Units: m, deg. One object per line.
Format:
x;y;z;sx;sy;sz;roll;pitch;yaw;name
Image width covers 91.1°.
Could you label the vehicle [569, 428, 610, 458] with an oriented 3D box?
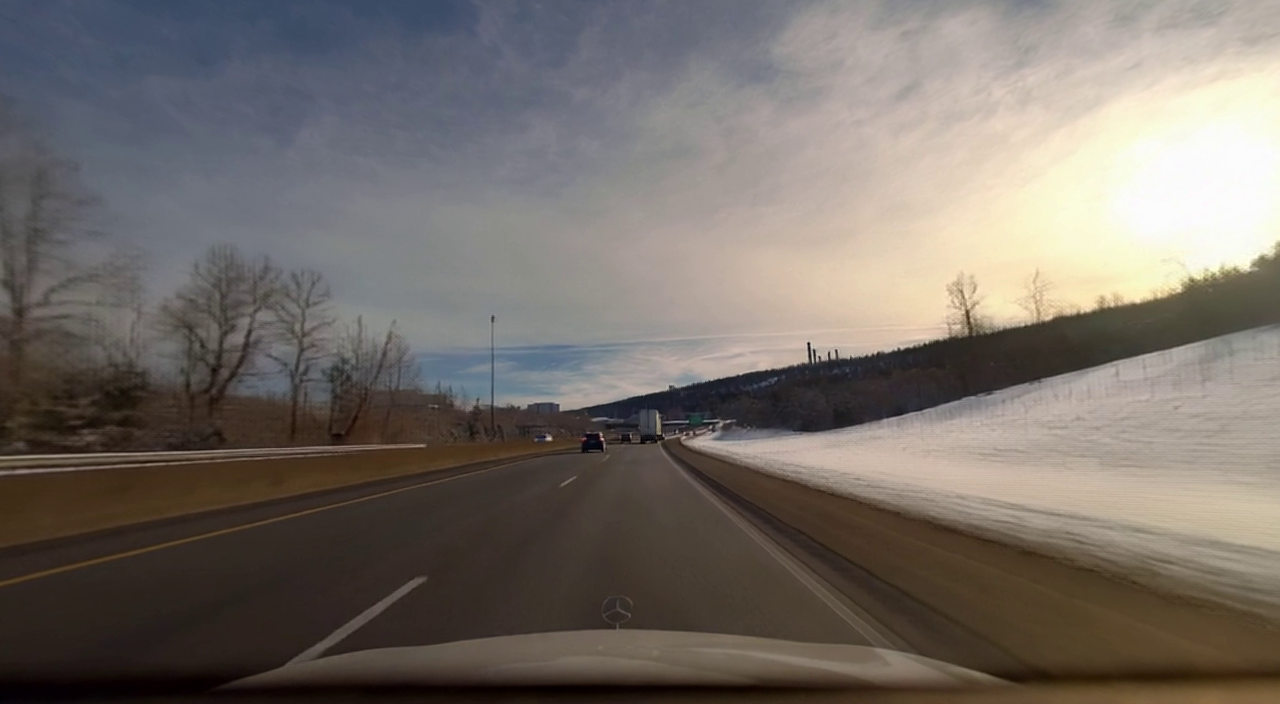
-2.925;5.361;37.241;2.018;1.678;4.312;0;-8;1;vehicle
